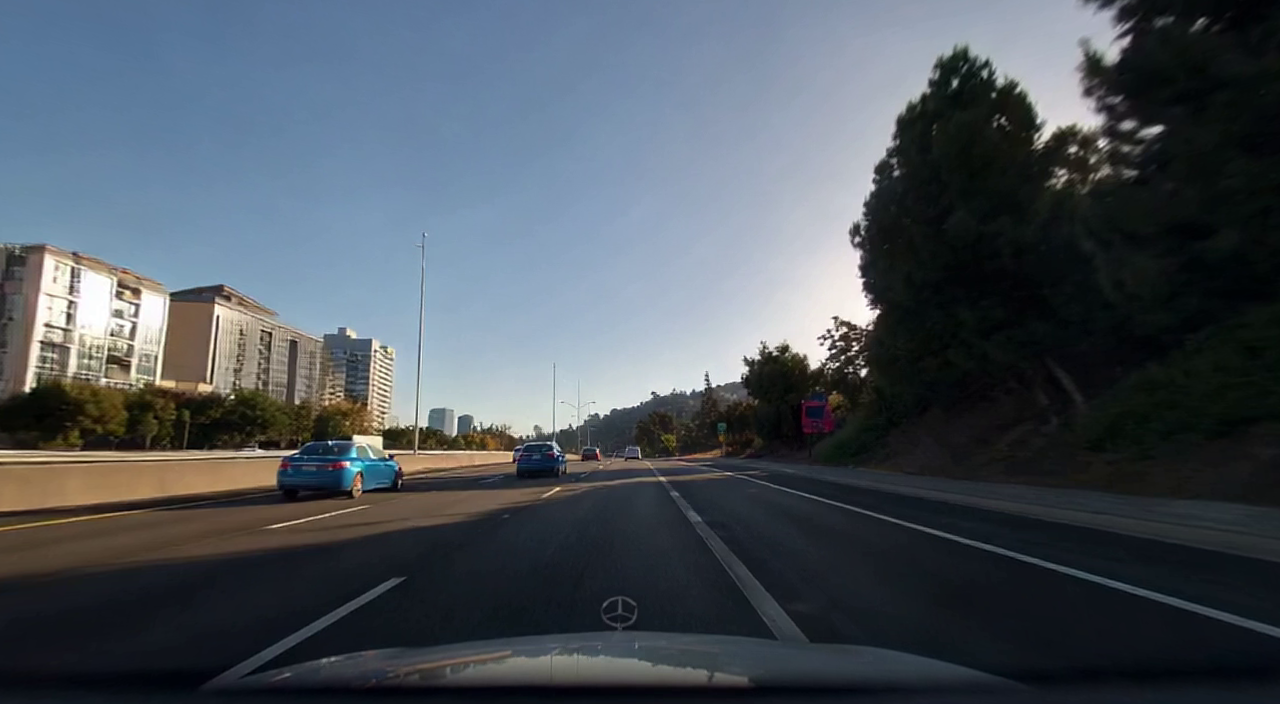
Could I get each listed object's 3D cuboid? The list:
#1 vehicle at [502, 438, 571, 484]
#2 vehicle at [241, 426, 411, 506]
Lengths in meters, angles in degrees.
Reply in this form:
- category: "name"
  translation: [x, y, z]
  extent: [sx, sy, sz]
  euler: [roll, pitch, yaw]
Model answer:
- category: "vehicle"
  translation: [-4.113, 4.400, 25.781]
  extent: [2.075, 1.702, 4.257]
  euler: [0, -9, 0]
- category: "vehicle"
  translation: [-8.152, 3.004, 17.110]
  extent: [2.040, 1.824, 4.917]
  euler: [0, -9, 0]
